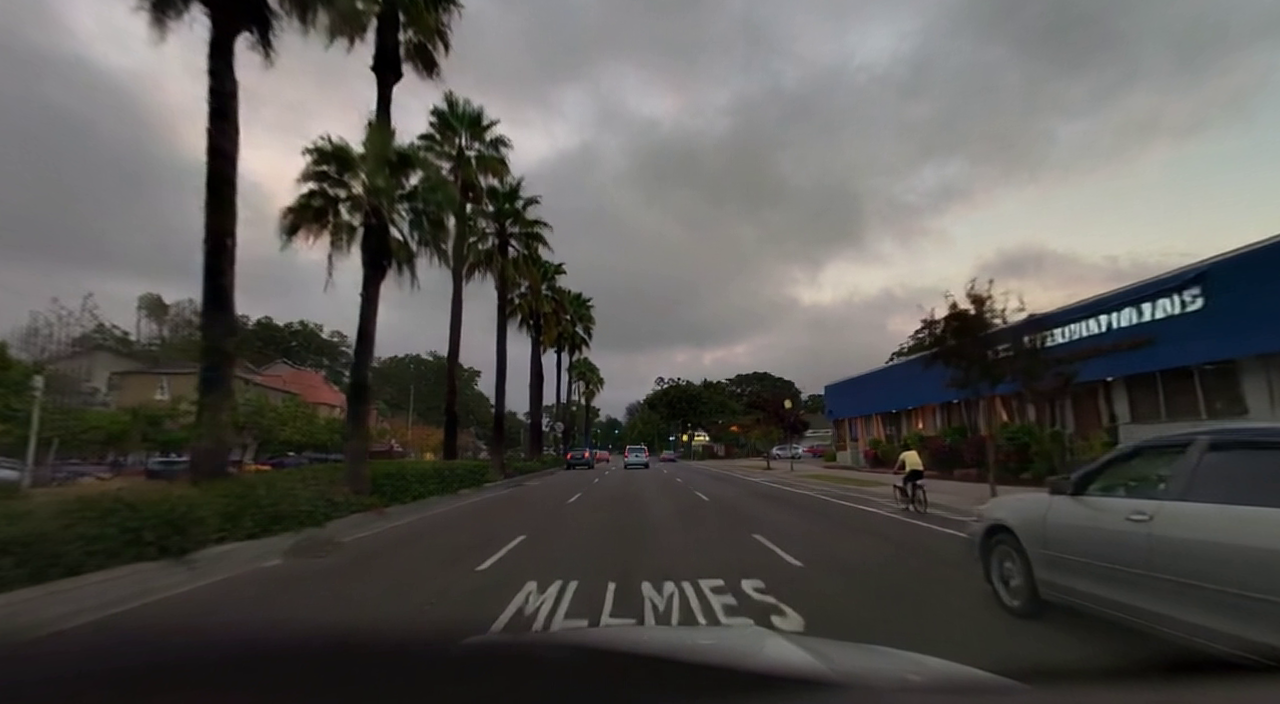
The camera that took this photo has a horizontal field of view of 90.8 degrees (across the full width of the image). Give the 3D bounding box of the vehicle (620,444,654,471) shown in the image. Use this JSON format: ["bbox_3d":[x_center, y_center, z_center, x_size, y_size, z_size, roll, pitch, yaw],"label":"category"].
[{"bbox_3d":[-0.205,6.872,41.265,2.102,1.653,3.698,0,-9,-1],"label":"vehicle"}]

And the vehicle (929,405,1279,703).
[{"bbox_3d":[3.638,1.072,3.246,2.090,1.503,4.566,0,-9,-1],"label":"vehicle"}]

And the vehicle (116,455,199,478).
[{"bbox_3d":[-34.654,8.224,45.464,4.277,1.537,1.942,0,-9,-3],"label":"vehicle"}]

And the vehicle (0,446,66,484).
[{"bbox_3d":[-34.992,6.197,34.800,4.377,1.951,2.245,0,-9,-1],"label":"vehicle"}]

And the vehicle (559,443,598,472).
[{"bbox_3d":[-4.000,6.940,41.704,2.071,1.744,4.500,0,-9,0],"label":"vehicle"}]
